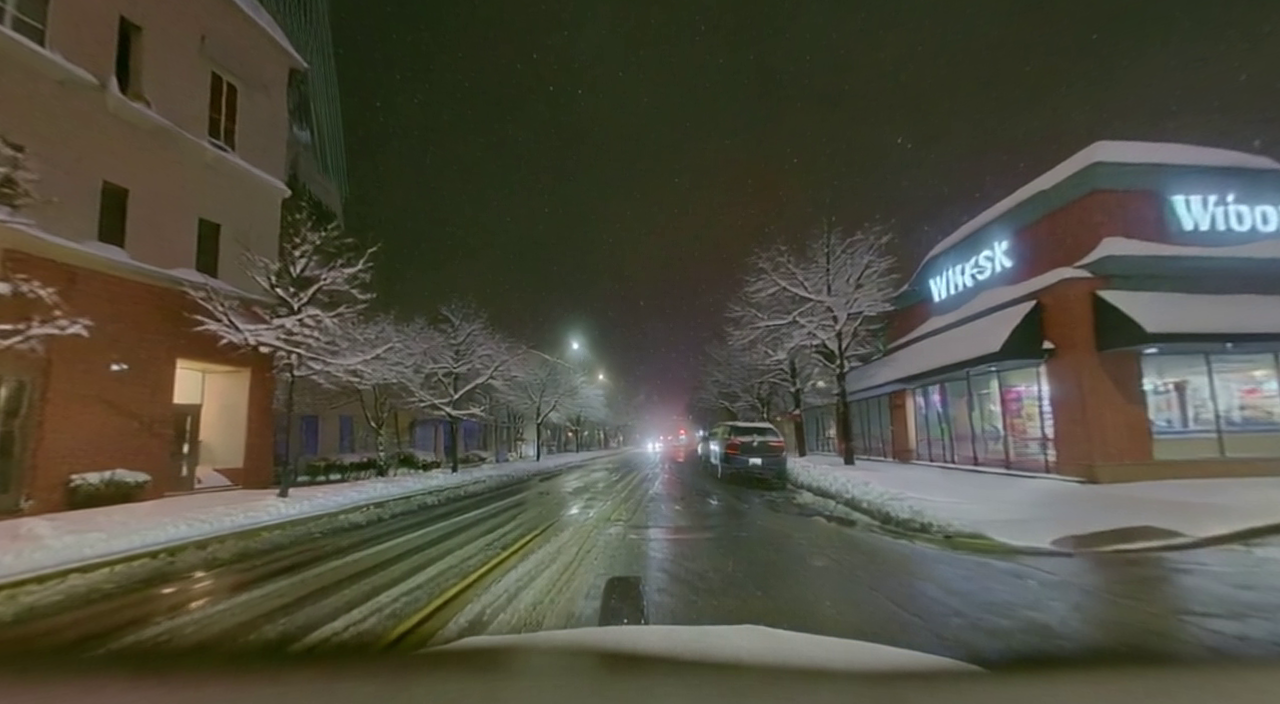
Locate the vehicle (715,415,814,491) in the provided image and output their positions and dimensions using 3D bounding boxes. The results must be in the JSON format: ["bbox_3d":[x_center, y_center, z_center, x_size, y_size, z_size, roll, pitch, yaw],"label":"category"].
[{"bbox_3d":[3.621,2.996,19.310,2.150,2.013,4.748,-1,-7,2],"label":"vehicle"}]
